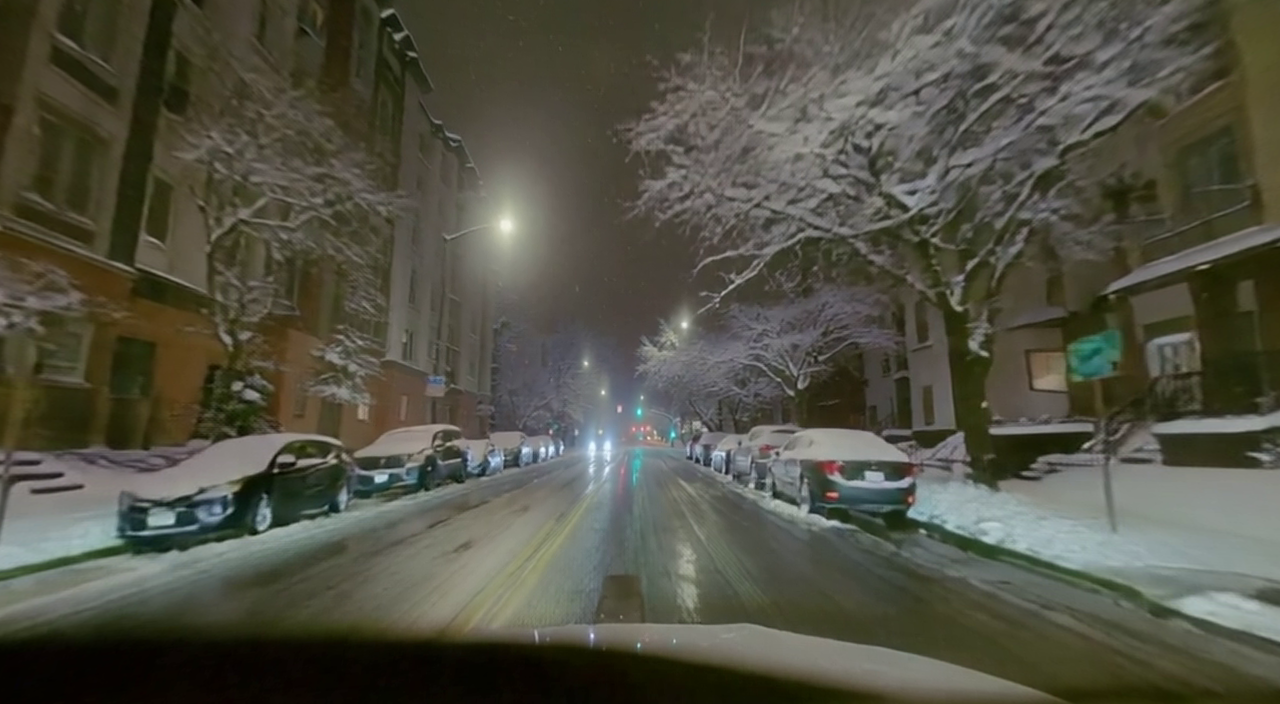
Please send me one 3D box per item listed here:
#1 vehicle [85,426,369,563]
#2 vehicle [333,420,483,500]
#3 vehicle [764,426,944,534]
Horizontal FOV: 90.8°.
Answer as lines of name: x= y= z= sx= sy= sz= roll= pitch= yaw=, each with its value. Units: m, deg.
vehicle: x=-6.376 y=2.130 z=10.498 sx=1.763 sy=1.612 sz=4.462 roll=-5 pitch=-7 yaw=-1
vehicle: x=-6.166 y=2.882 z=17.554 sx=2.175 sy=1.849 sz=4.725 roll=-2 pitch=-7 yaw=3
vehicle: x=3.805 y=2.300 z=12.241 sx=1.924 sy=1.657 sz=4.665 roll=0 pitch=-7 yaw=1
